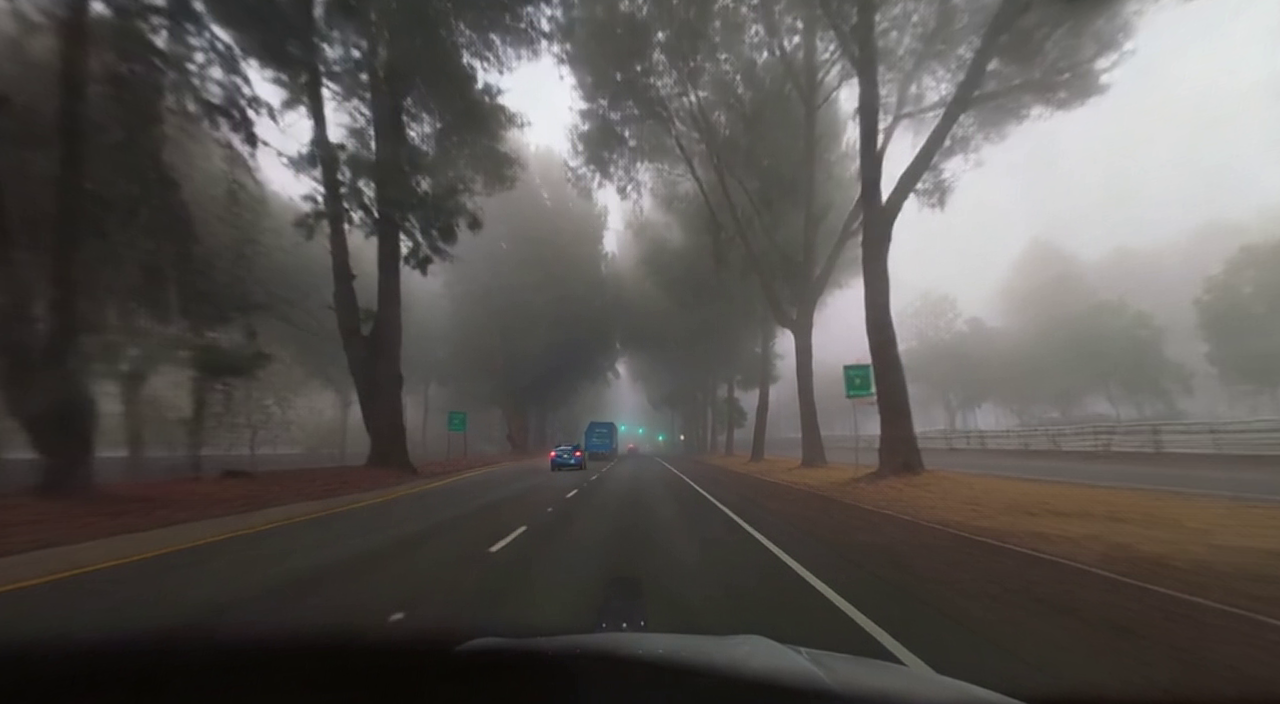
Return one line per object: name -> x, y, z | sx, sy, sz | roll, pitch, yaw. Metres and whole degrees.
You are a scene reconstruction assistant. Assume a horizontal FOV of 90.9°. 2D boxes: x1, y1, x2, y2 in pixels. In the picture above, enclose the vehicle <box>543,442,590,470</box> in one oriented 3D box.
vehicle -> -3.959, 5.696, 34.757 | 2.005, 1.462, 4.345 | 0, -8, 1
